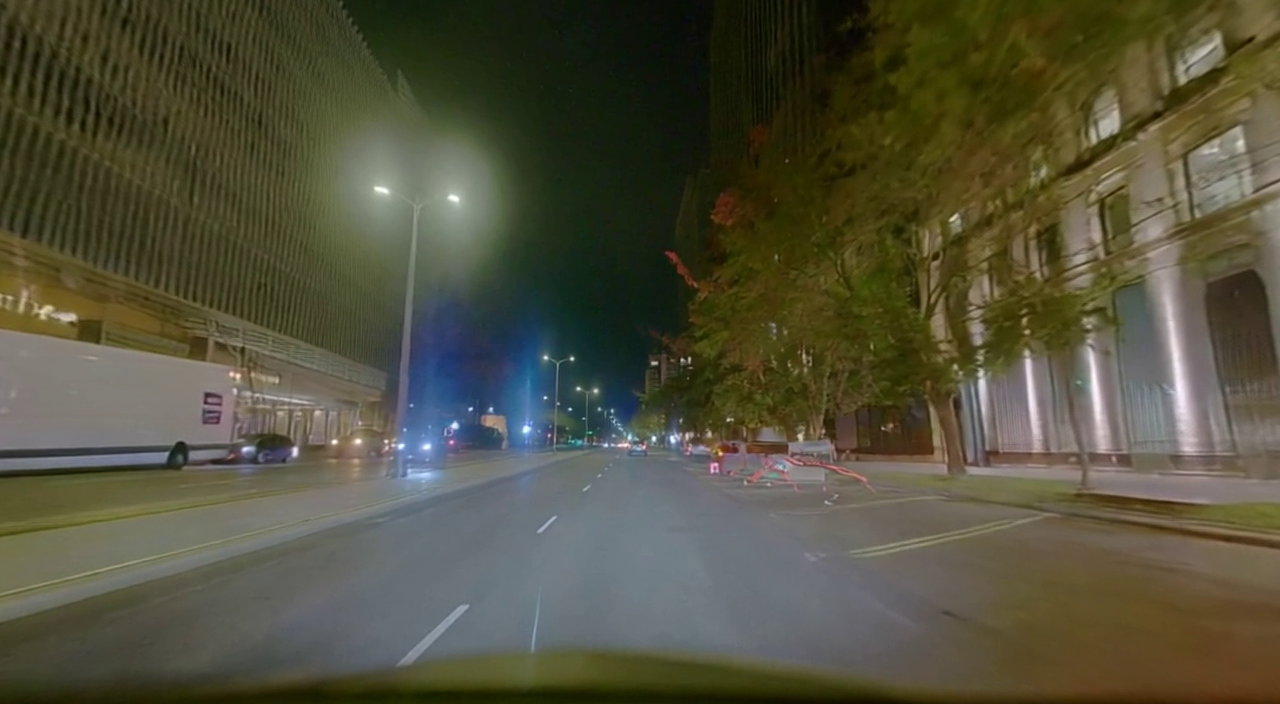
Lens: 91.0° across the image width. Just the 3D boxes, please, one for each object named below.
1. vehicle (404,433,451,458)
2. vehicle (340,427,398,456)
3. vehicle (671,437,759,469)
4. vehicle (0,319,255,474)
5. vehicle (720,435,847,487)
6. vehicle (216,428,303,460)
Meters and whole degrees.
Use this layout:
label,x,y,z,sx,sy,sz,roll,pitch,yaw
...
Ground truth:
label,x,y,z,sx,sy,sz,roll,pitch,yaw
vehicle,-15.463,6.805,45.943,2.012,1.655,4.241,0,-8,-1
vehicle,-19.108,6.339,44.570,1.963,1.843,4.866,-1,-8,-1
vehicle,3.946,5.222,32.827,4.424,1.498,1.854,5,-10,-36
vehicle,-18.857,1.811,21.250,3.054,4.140,14.110,-1,-8,-1
vehicle,4.621,3.401,20.057,3.896,1.488,1.868,6,-10,-38
vehicle,-18.968,4.613,31.590,1.828,1.502,4.103,0,-8,-1
